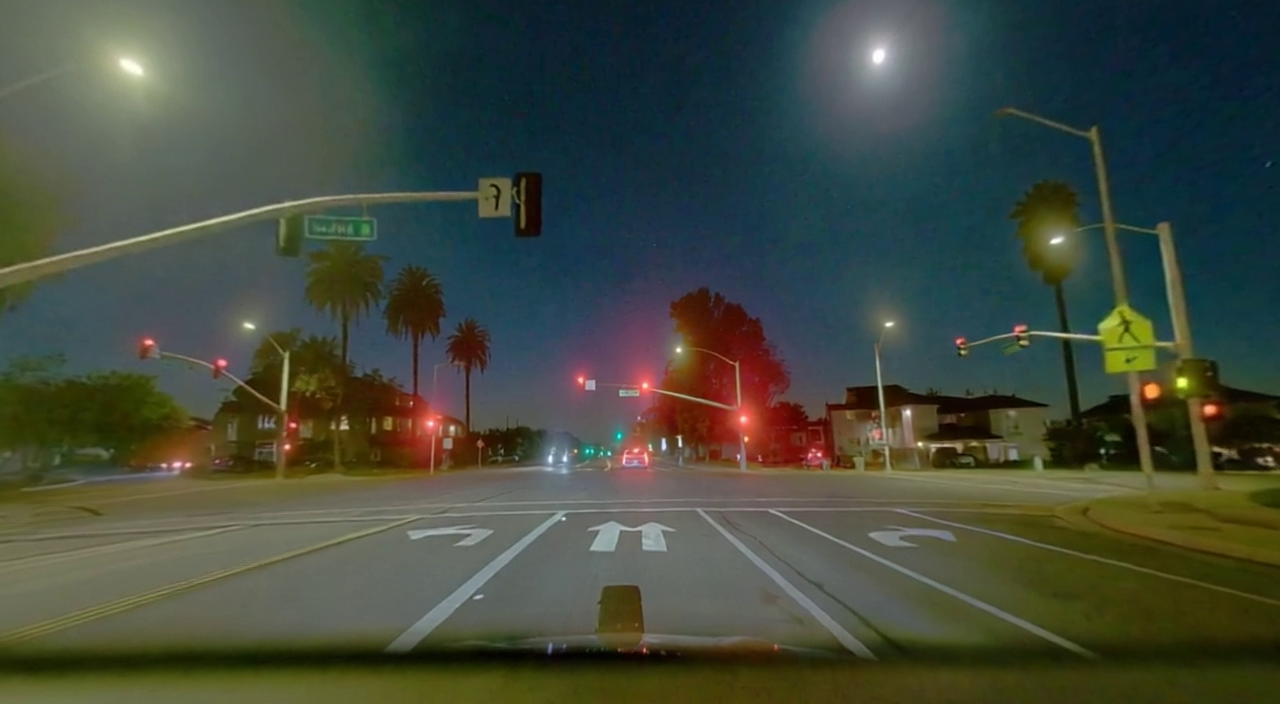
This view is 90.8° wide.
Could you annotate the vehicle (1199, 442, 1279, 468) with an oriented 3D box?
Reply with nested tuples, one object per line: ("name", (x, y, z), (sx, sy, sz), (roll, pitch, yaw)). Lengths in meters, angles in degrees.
("vehicle", (43.262, 7.297, 44.868), (5.165, 1.711, 2.081), (0, -9, -3))

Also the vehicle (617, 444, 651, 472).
("vehicle", (-0.524, 7.542, 45.121), (2.248, 1.833, 4.798), (0, -9, -3))
